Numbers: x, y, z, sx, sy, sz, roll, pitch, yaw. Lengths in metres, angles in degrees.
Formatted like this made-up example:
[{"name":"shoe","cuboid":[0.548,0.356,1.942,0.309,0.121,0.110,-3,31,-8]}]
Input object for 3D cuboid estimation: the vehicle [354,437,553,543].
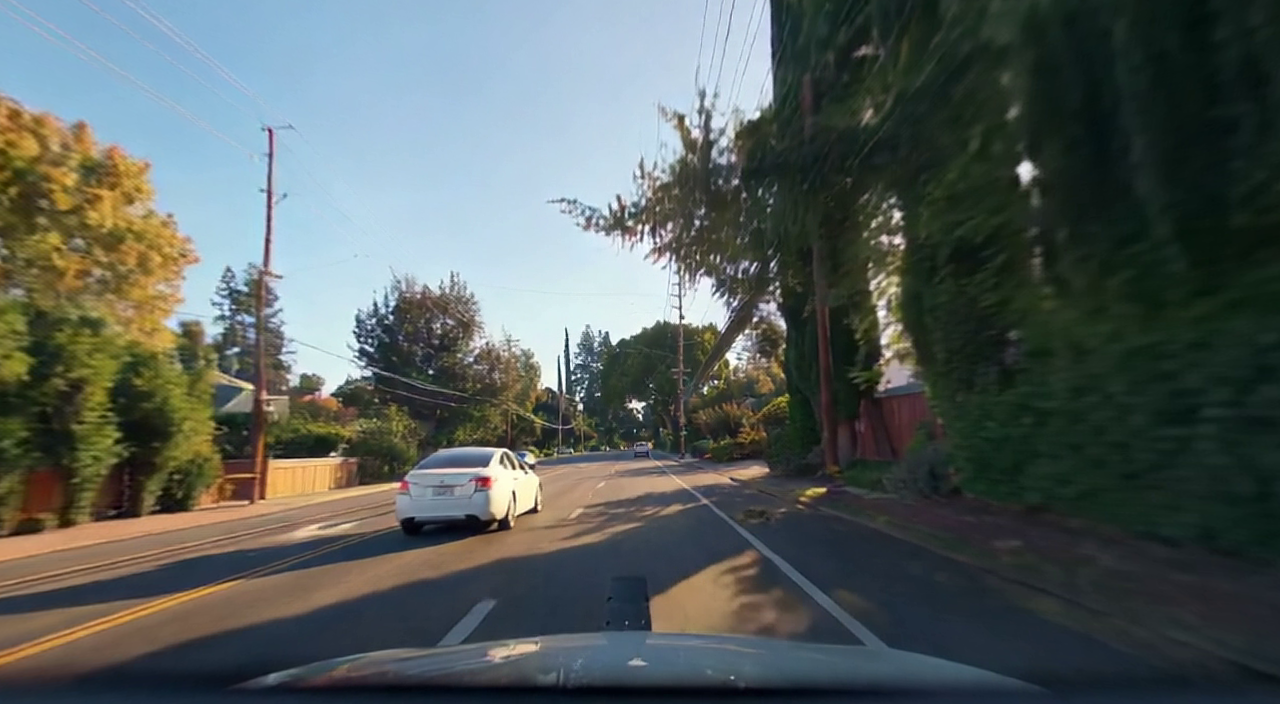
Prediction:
[{"name":"vehicle","cuboid":[-3.074,2.383,11.740,2.085,1.512,5.023,0,-8,1]}]
